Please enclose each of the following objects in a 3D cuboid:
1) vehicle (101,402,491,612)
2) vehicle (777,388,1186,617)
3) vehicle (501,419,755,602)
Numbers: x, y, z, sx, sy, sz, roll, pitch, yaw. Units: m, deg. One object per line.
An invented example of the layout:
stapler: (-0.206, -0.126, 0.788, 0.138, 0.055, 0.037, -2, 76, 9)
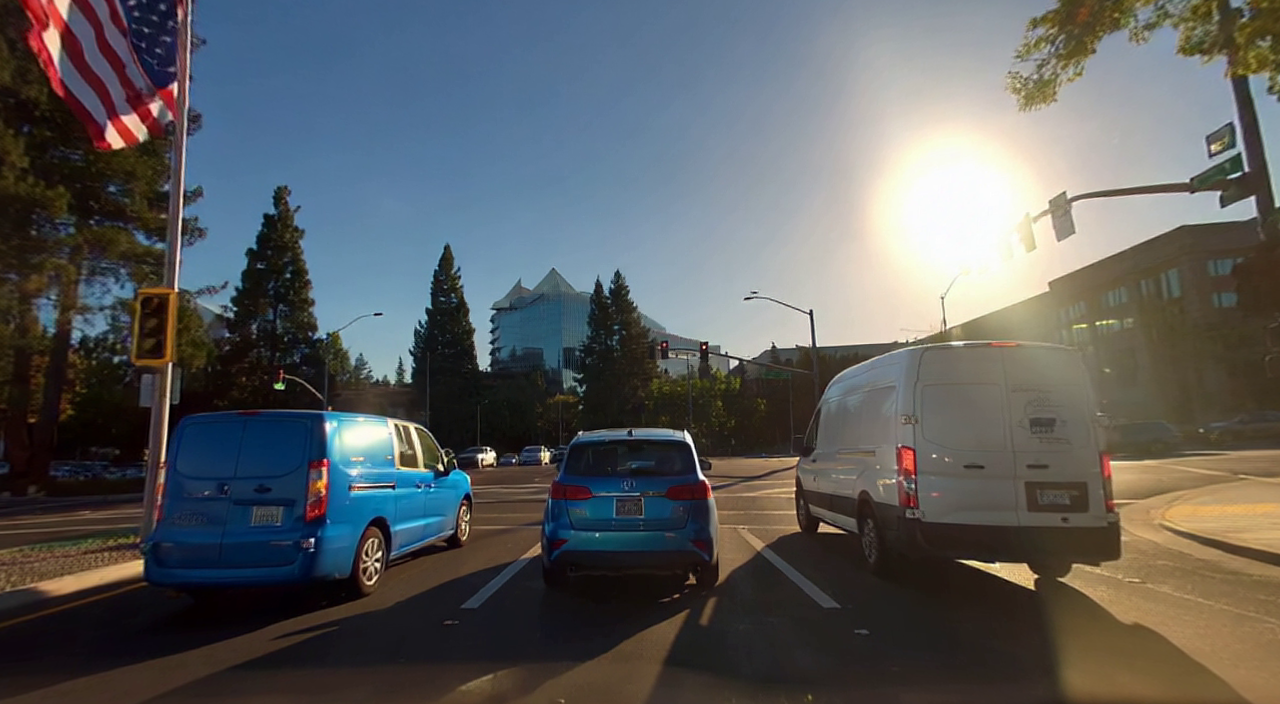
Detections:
vehicle: (-3.294, 1.559, 7.195, 2.024, 1.677, 3.998, -1, -9, 3)
vehicle: (3.100, 1.483, 7.117, 2.178, 1.746, 4.400, 0, -9, 1)
vehicle: (-0.139, 1.622, 7.351, 2.098, 1.494, 4.118, 0, -9, -1)
